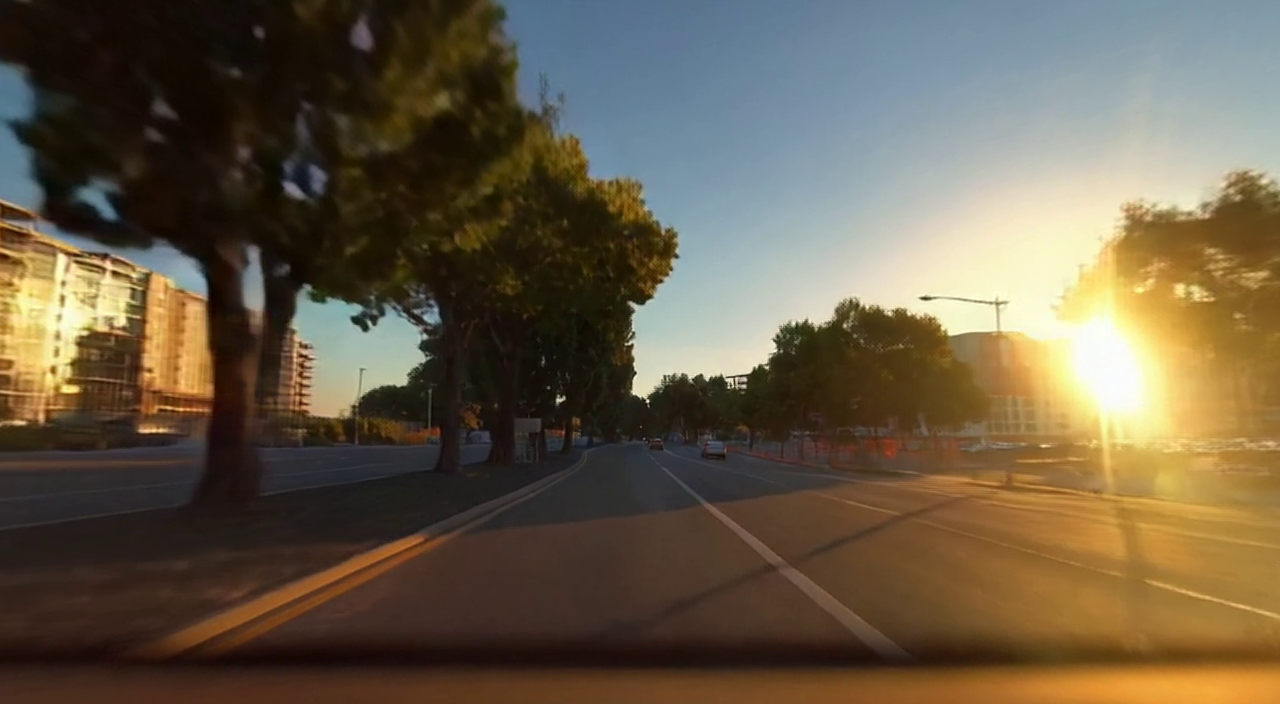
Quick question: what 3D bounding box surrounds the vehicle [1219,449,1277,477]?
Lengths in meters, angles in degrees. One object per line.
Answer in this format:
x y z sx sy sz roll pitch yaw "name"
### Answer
36.373 6.605 37.897 1.955 1.527 4.835 -8 -12 38 "vehicle"
